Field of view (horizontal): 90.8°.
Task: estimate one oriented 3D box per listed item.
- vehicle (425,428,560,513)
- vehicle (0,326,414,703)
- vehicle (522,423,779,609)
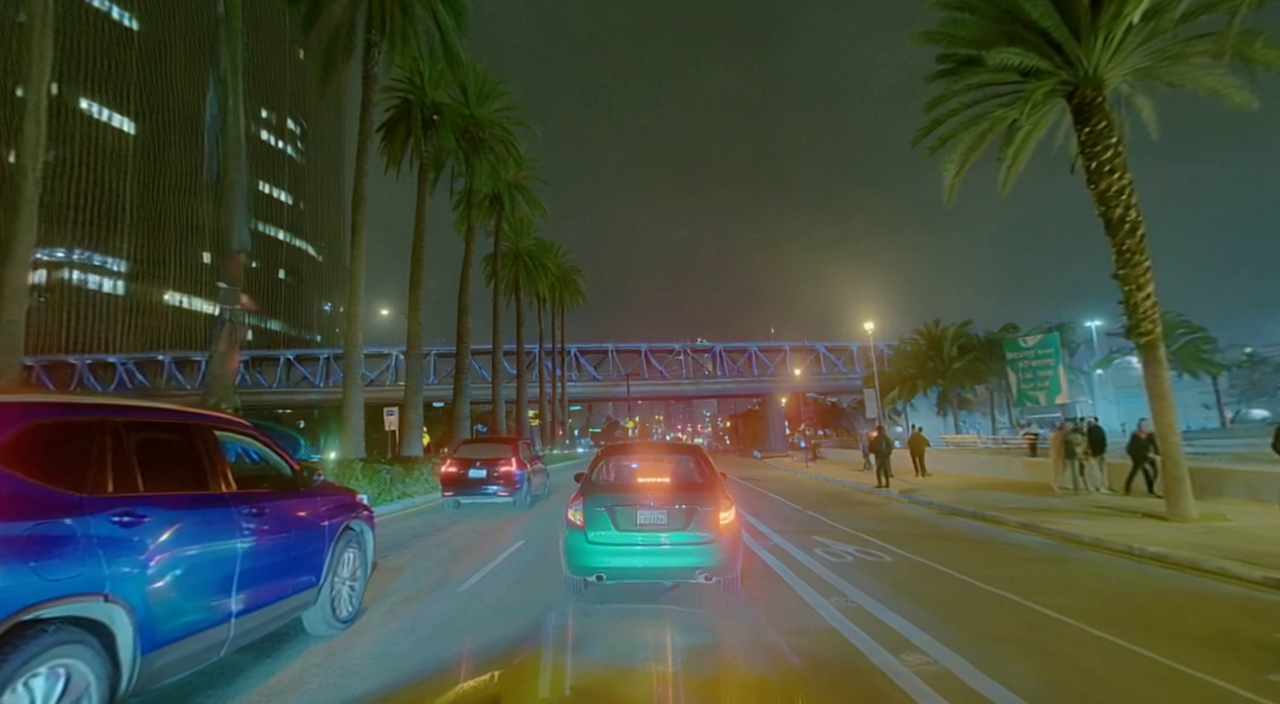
[{"bbox_3d":[-3.135,2.609,14.385,1.955,1.637,4.032,0,-8,2],"label":"vehicle"},{"bbox_3d":[-3.266,1.036,3.940,2.014,1.740,4.359,0,-8,1],"label":"vehicle"},{"bbox_3d":[0.053,1.614,7.152,2.036,1.461,4.129,0,-8,-1],"label":"vehicle"}]
